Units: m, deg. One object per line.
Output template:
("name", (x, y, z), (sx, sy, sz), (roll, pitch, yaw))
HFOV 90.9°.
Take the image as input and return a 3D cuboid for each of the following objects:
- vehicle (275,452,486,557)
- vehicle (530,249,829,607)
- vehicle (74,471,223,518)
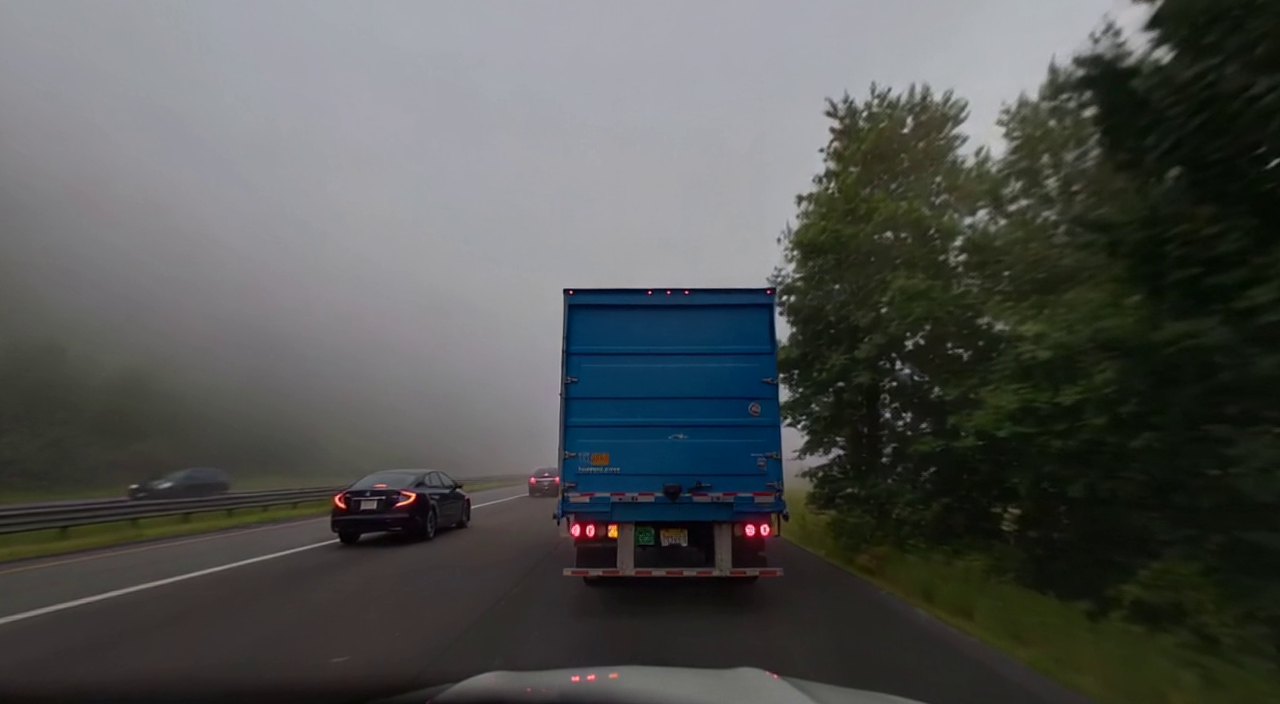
("vehicle", (-4.285, 2.618, 11.339), (1.891, 1.469, 4.431), (1, -11, 0))
("vehicle", (0.567, 1.455, 10.564), (2.831, 3.529, 8.689), (0, -11, 3))
("vehicle", (-17.830, 5.168, 23.188), (1.815, 1.486, 4.458), (0, -11, 1))
